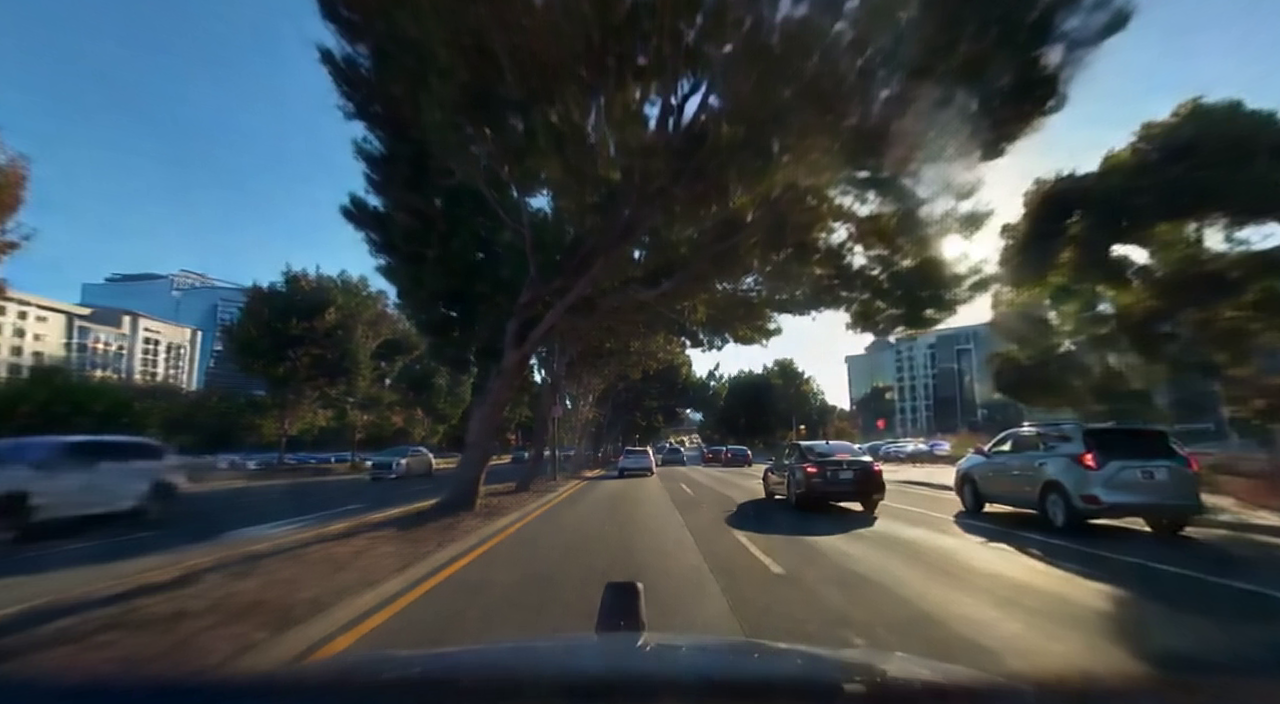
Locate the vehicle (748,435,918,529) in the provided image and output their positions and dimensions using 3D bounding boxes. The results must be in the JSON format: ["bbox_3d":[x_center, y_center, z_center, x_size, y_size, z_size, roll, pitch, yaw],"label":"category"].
[{"bbox_3d":[3.436,2.391,12.212,1.858,1.466,4.230,0,-9,-1],"label":"vehicle"}]

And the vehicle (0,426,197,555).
[{"bbox_3d":[-9.547,2.081,9.919,1.950,1.717,4.299,0,-9,2],"label":"vehicle"}]

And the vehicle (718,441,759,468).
[{"bbox_3d":[7.060,7.404,45.723,2.068,1.779,4.567,0,-9,-1],"label":"vehicle"}]

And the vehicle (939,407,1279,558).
[{"bbox_3d":[6.973,1.927,10.008,2.134,1.810,4.590,0,-9,-1],"label":"vehicle"}]

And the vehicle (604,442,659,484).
[{"bbox_3d":[-0.309,4.314,24.784,1.994,1.479,3.647,0,-9,0],"label":"vehicle"}]

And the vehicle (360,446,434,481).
[{"bbox_3d":[-12.524,5.745,32.948,1.973,1.674,4.492,0,-9,1],"label":"vehicle"}]
